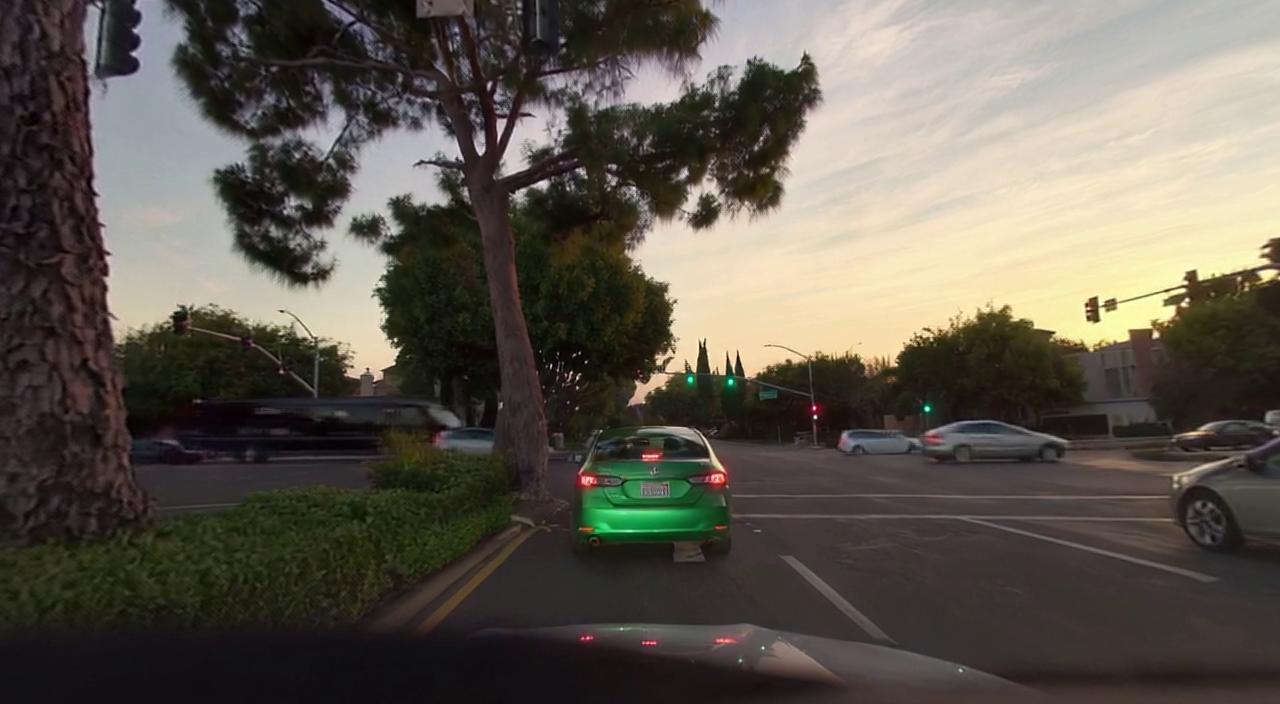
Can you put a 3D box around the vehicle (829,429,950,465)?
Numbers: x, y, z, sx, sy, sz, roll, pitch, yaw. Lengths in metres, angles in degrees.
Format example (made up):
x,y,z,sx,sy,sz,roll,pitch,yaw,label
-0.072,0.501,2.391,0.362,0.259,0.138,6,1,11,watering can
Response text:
x,y,z,sx,sy,sz,roll,pitch,yaw,label
10.537,4.022,26.846,4.399,1.445,1.769,0,-9,1,vehicle

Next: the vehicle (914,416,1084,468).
x,y,z,sx,sy,sz,roll,pitch,yaw,label
13.001,3.303,23.115,4.921,1.757,2.036,0,-8,1,vehicle

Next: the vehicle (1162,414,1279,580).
x,y,z,sx,sy,sz,roll,pitch,yaw,label
7.072,1.257,5.151,1.901,1.577,4.348,0,-8,1,vehicle

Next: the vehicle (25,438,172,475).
x,y,z,sx,sy,sz,roll,pitch,yaw,label
-23.043,4.452,26.963,4.517,1.471,1.854,0,-8,0,vehicle

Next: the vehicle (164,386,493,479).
x,y,z,sx,sy,sz,roll,pitch,yaw,label
-11.069,2.976,23.208,10.544,3.126,2.909,-1,-8,1,vehicle

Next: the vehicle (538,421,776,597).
x,y,z,sx,sy,sz,roll,pitch,yaw,label
0.102,1.633,7.408,2.041,1.485,3.813,0,-8,-1,vehicle
